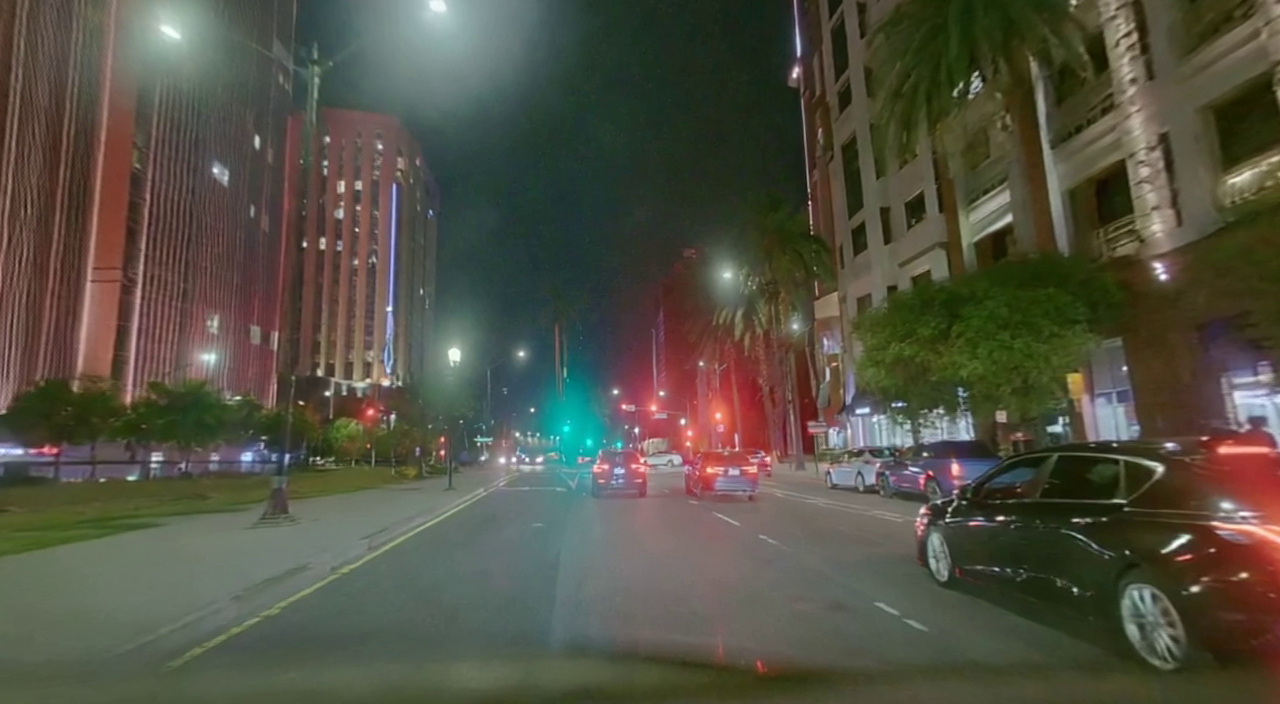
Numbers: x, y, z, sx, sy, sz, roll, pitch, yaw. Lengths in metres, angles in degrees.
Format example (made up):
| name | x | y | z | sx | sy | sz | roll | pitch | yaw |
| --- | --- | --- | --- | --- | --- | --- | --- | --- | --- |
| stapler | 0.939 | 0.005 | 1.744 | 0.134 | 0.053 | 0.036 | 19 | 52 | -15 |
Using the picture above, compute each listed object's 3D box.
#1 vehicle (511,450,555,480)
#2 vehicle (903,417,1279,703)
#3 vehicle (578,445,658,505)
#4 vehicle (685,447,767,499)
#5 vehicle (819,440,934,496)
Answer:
| name | x | y | z | sx | sy | sz | roll | pitch | yaw |
| --- | --- | --- | --- | --- | --- | --- | --- | --- | --- |
| vehicle | -5.748 | 6.109 | 34.490 | 1.977 | 1.501 | 4.435 | 0 | -9 | -5 |
| vehicle | 3.907 | 1.318 | 4.690 | 1.920 | 1.490 | 4.417 | 0 | -9 | -1 |
| vehicle | -0.670 | 3.469 | 18.214 | 2.048 | 1.503 | 3.681 | 0 | -9 | -3 |
| vehicle | 2.686 | 3.864 | 20.603 | 1.909 | 1.500 | 3.524 | 1 | -9 | -5 |
| vehicle | 8.025 | 3.967 | 21.966 | 1.946 | 1.715 | 4.365 | 1 | -9 | -5 |
